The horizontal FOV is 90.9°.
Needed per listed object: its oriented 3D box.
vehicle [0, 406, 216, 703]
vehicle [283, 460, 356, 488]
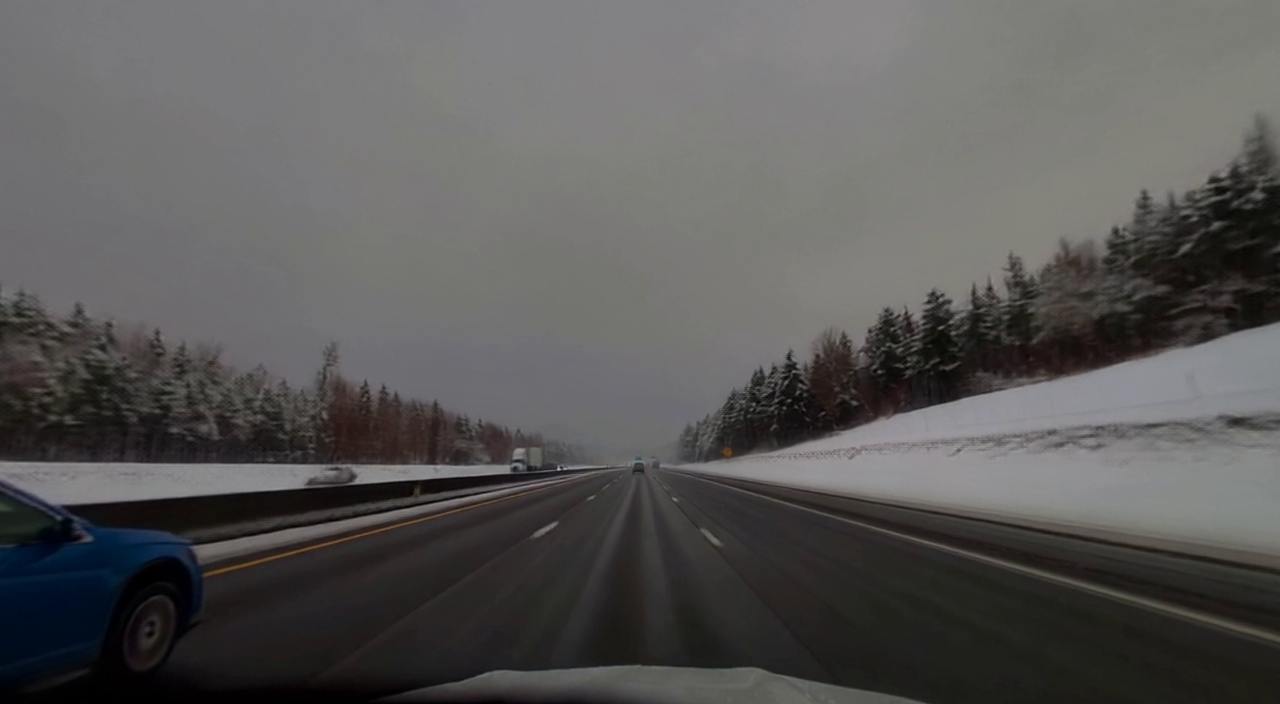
[{"bbox_3d":[-3.187,0.717,0.956,2.016,1.506,4.387,1,-11,-1],"label":"vehicle"},{"bbox_3d":[-18.645,7.127,36.905,1.838,1.452,4.566,1,-11,1],"label":"vehicle"}]
